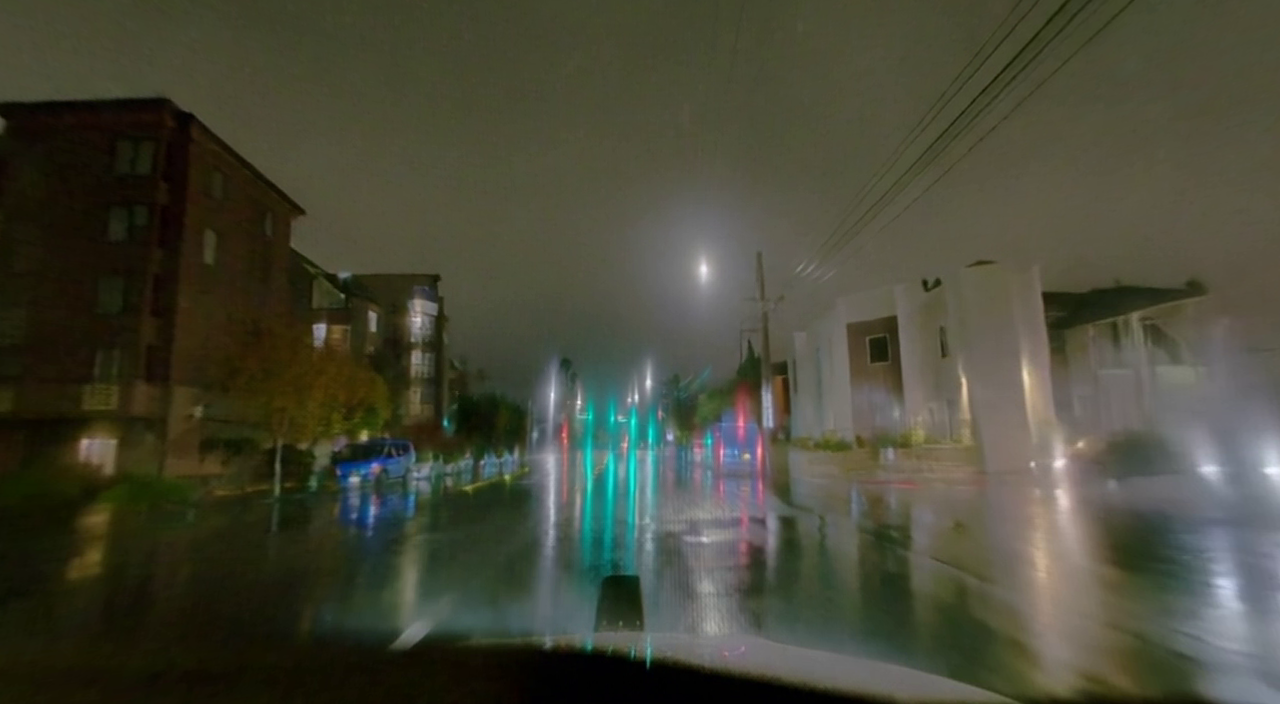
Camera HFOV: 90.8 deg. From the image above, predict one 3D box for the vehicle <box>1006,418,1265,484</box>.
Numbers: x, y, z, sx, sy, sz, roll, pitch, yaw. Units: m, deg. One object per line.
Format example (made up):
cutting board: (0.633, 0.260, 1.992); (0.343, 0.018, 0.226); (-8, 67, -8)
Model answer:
vehicle: (15.106, 3.059, 19.623); (5.930, 1.907, 2.348); (0, -8, 2)

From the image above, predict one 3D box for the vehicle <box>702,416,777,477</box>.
vehicle: (4.698, 4.647, 31.083); (2.414, 2.670, 5.833); (1, -8, -3)

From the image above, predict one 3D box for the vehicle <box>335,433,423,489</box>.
vehicle: (-12.800, 5.303, 31.421); (2.164, 2.386, 5.460); (-2, -7, -1)

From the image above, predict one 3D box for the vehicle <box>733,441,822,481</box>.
vehicle: (5.440, 4.363, 25.597); (1.848, 1.468, 4.332); (2, -9, -12)

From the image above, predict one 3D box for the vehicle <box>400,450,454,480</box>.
vehicle: (-12.601, 6.676, 37.601); (1.892, 1.472, 4.523); (-3, -7, -3)
